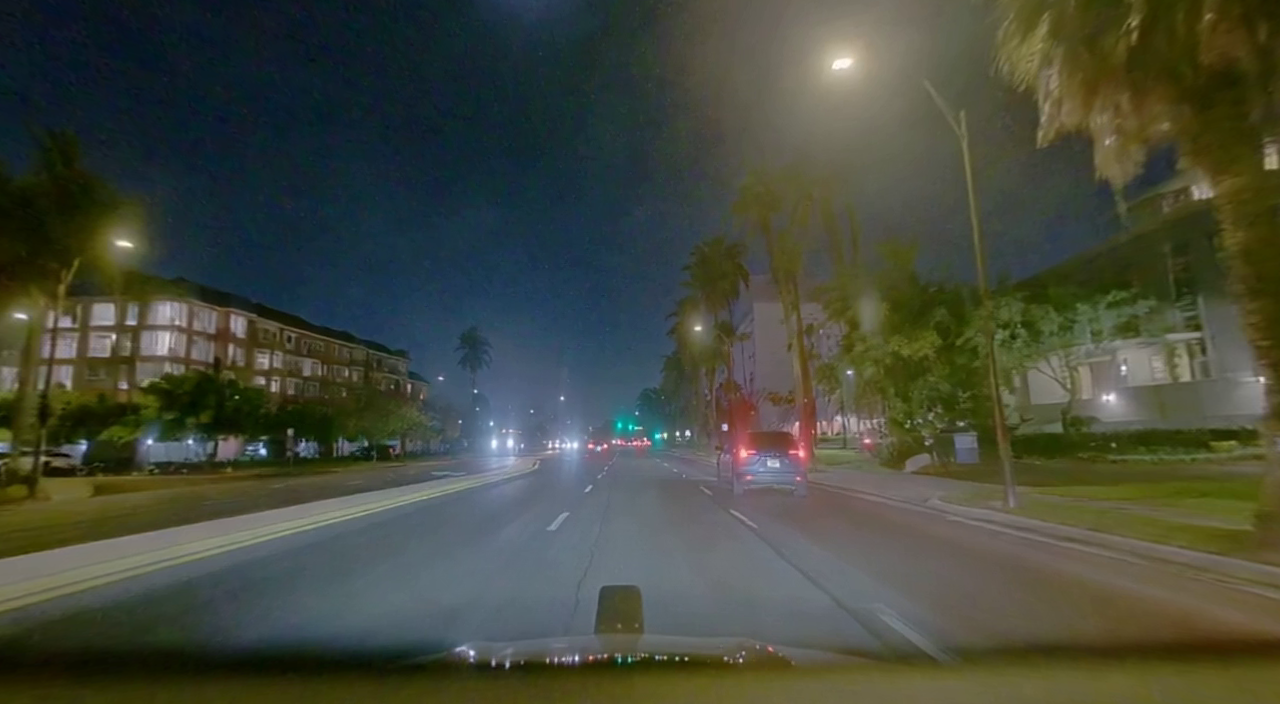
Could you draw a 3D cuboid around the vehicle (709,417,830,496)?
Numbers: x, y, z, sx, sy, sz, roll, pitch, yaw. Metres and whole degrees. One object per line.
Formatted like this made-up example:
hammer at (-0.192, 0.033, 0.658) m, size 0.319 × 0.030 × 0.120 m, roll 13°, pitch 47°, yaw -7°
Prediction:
vehicle at (3.431, 2.902, 17.781) m, size 2.244 × 1.901 × 4.561 m, roll 0°, pitch -8°, yaw -3°
